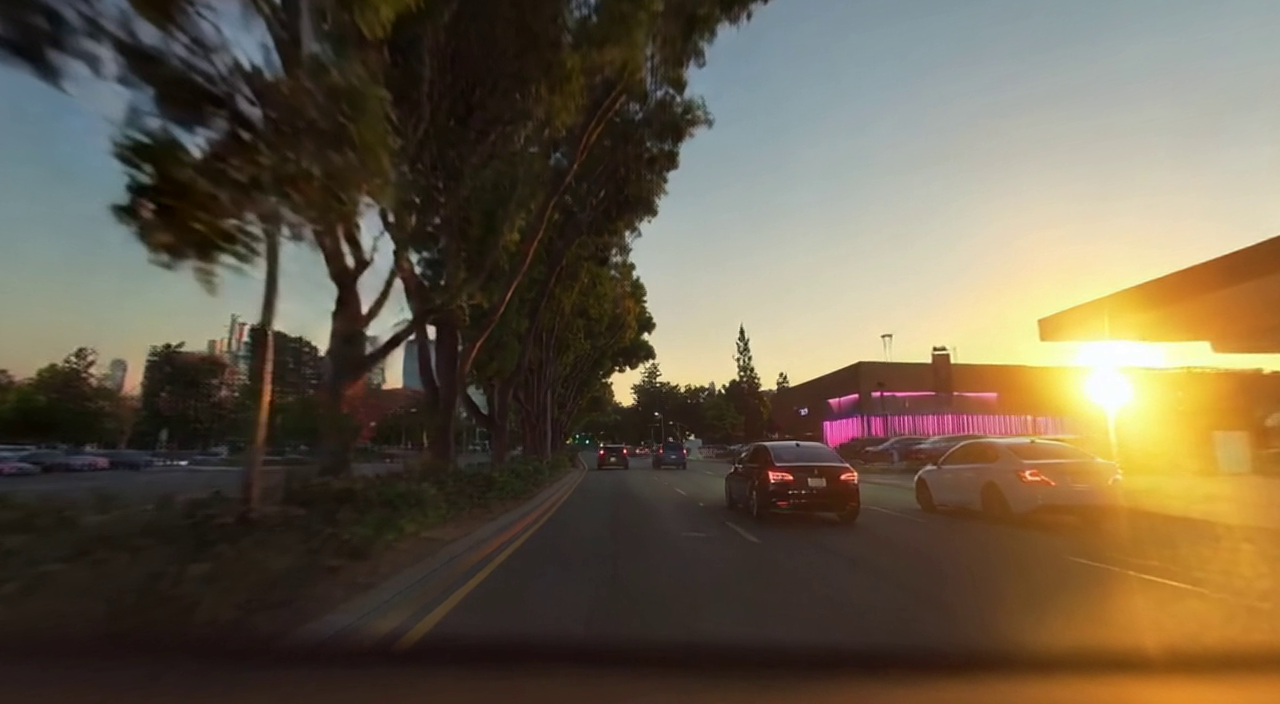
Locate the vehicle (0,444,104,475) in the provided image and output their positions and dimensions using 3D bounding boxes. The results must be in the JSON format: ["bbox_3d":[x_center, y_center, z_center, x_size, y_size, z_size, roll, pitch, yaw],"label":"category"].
[{"bbox_3d":[-30.543,5.501,32.295,4.040,1.501,2.088,1,-8,-4],"label":"vehicle"}]

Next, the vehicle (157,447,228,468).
[{"bbox_3d":[-30.782,7.234,43.371,3.502,1.364,1.773,1,-8,-4],"label":"vehicle"}]

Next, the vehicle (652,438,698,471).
[{"bbox_3d":[1.924,5.788,35.734,2.000,1.745,4.206,1,-8,-5],"label":"vehicle"}]

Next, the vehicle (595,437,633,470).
[{"bbox_3d":[-1.590,5.931,36.866,2.051,1.798,4.168,1,-8,-4],"label":"vehicle"}]

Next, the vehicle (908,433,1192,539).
[{"bbox_3d":[6.661,2.188,10.975,1.917,1.457,4.274,0,-8,-3],"label":"vehicle"}]

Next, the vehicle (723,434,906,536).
[{"bbox_3d":[2.817,2.249,11.301,1.883,1.452,4.258,0,-8,-3],"label":"vehicle"}]
